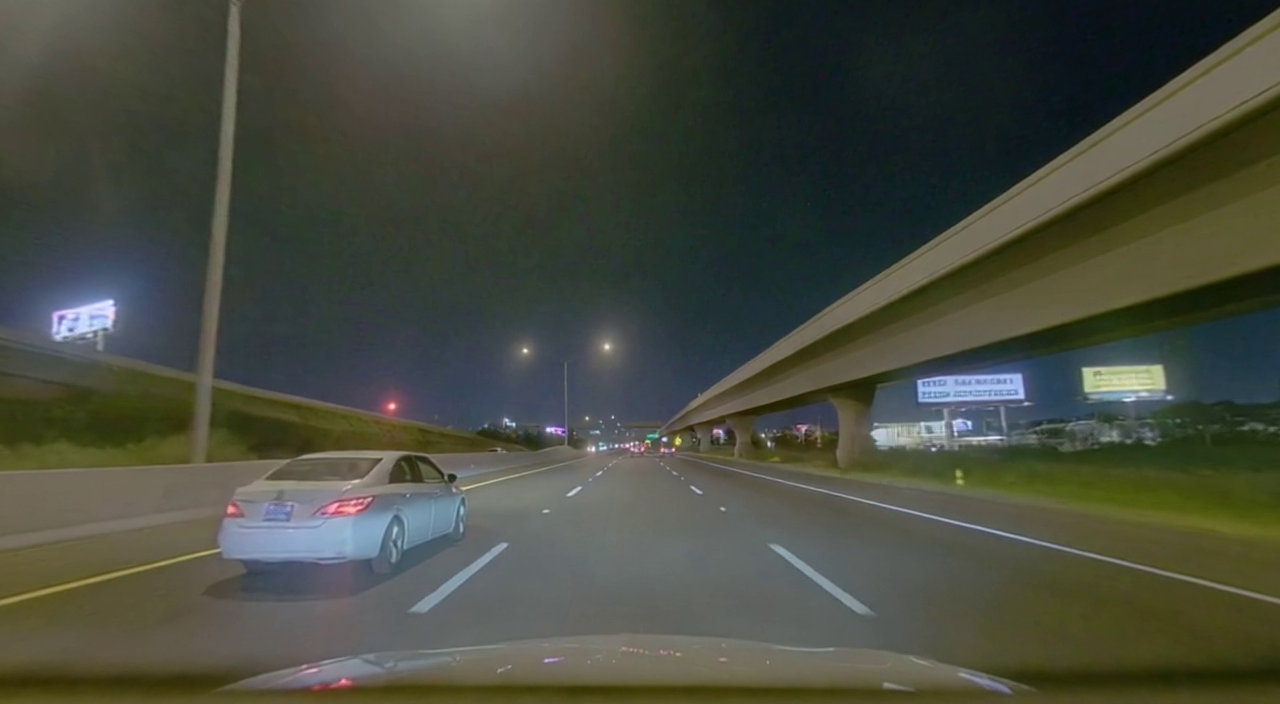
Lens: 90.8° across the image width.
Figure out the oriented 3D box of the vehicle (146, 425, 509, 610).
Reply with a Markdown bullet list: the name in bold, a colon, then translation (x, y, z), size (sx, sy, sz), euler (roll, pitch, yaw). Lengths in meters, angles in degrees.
- **vehicle**: translation (-3.140, 1.753, 7.712), size (2.029, 1.557, 4.570), euler (0, -9, 1)
